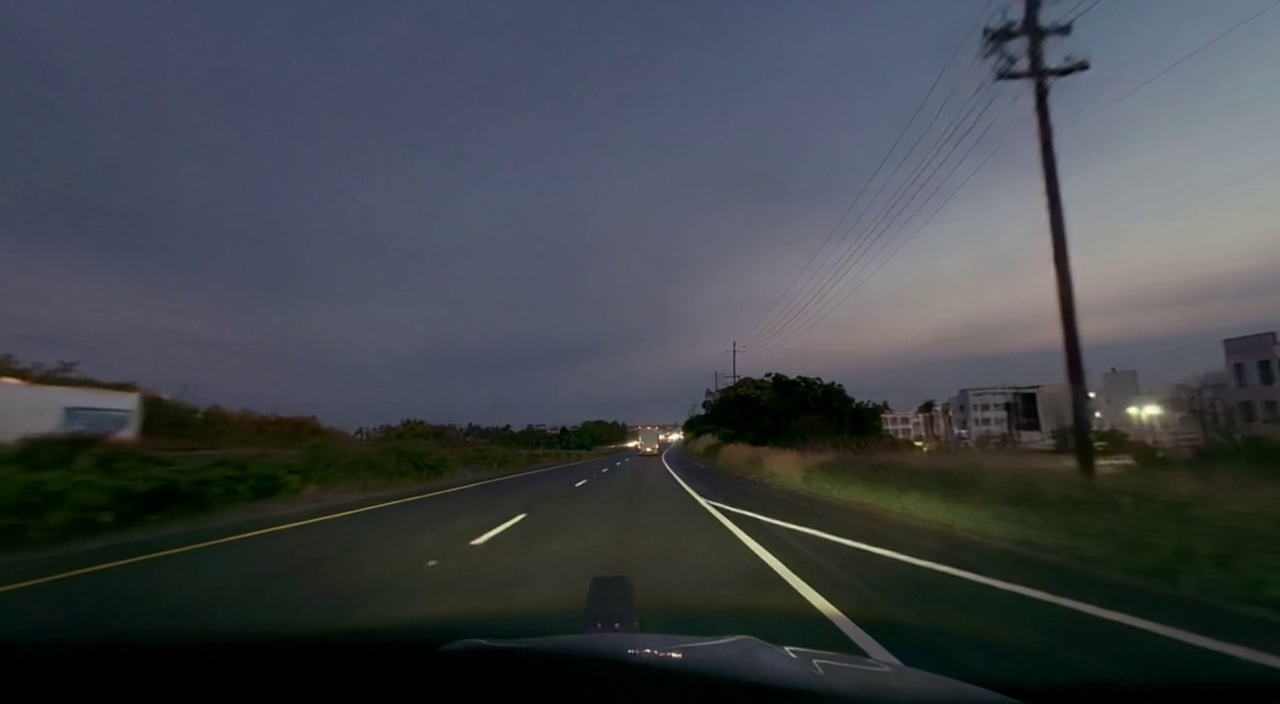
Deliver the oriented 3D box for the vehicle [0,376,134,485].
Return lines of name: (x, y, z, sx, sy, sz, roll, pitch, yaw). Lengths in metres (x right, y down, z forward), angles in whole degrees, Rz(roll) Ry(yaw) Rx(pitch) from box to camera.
vehicle: (-24.614, 2.900, 23.212, 2.990, 3.904, 10.422, 0, -9, 1)
